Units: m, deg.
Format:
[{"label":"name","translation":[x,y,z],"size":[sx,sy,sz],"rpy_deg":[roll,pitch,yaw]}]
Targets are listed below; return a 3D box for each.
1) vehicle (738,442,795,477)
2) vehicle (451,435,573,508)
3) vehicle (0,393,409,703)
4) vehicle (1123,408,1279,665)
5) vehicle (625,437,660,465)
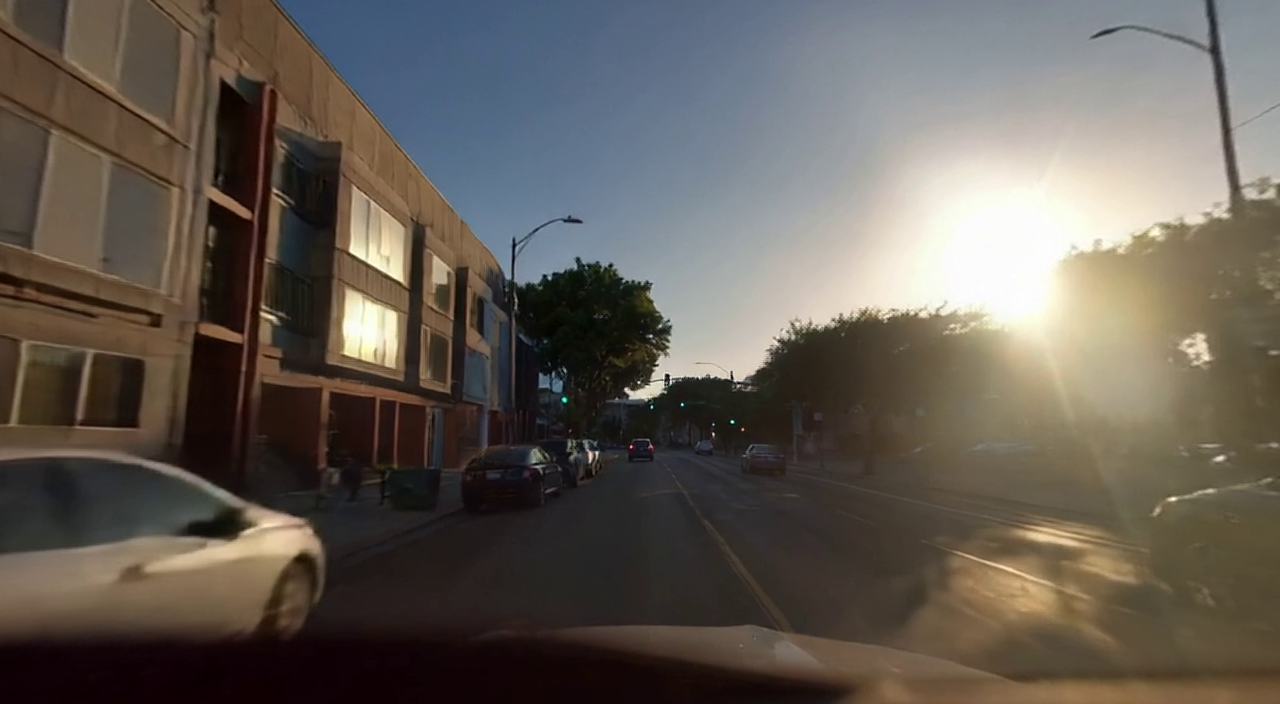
[{"label":"vehicle","translation":[5.627,4.813,28.515],"size":[1.799,1.463,3.464],"rpy_deg":[0,-8,-1]},{"label":"vehicle","translation":[-2.857,2.776,15.098],"size":[1.843,1.482,4.310],"rpy_deg":[-1,-8,3]},{"label":"vehicle","translation":[-3.079,0.998,2.815],"size":[2.040,1.478,5.097],"rpy_deg":[0,-8,2]},{"label":"vehicle","translation":[4.981,1.027,3.074],"size":[1.891,1.599,4.173],"rpy_deg":[0,-8,0]},{"label":"vehicle","translation":[0.197,6.294,40.301],"size":[2.122,1.689,3.885],"rpy_deg":[0,-8,1]}]
